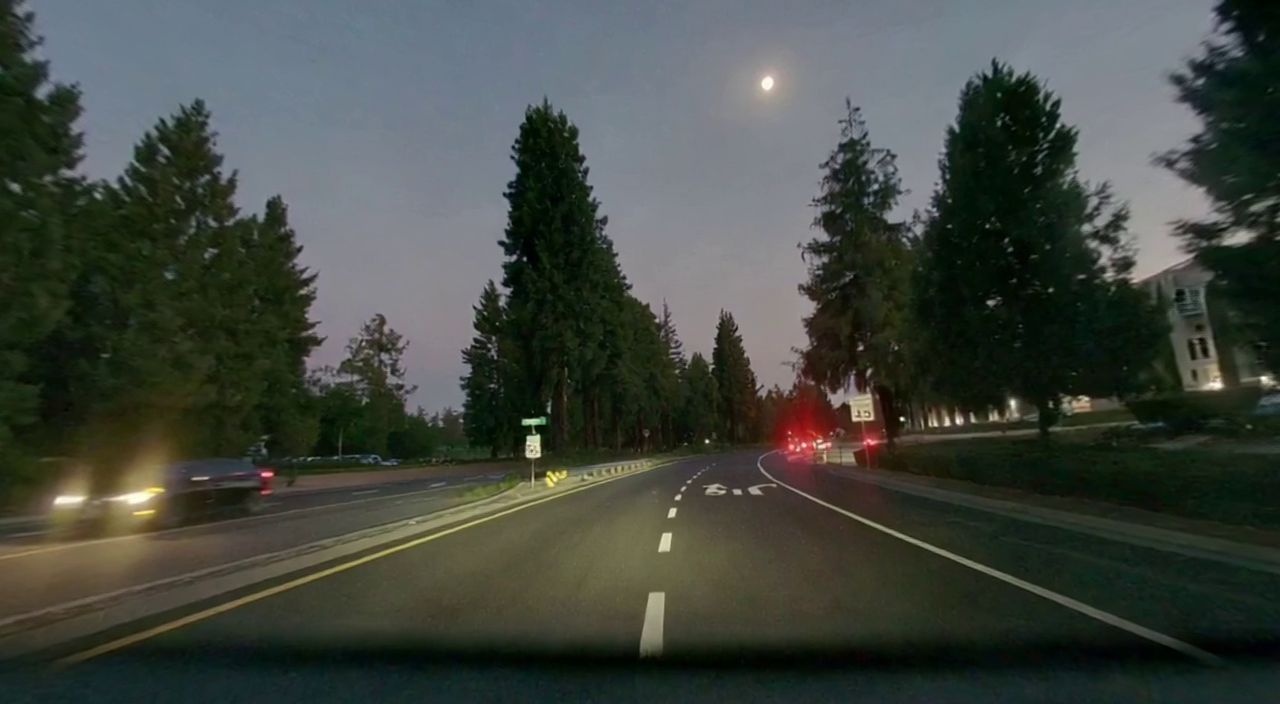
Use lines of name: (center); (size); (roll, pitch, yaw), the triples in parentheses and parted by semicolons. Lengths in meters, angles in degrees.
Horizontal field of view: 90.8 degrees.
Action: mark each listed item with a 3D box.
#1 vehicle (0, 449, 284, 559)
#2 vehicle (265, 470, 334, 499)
vehicle: (-9.162, 2.666, 11.925); (1.995, 1.639, 4.313); (-1, -9, 7)
vehicle: (-23.829, 9.272, 44.397); (1.911, 1.583, 4.279); (-8, -10, 12)
